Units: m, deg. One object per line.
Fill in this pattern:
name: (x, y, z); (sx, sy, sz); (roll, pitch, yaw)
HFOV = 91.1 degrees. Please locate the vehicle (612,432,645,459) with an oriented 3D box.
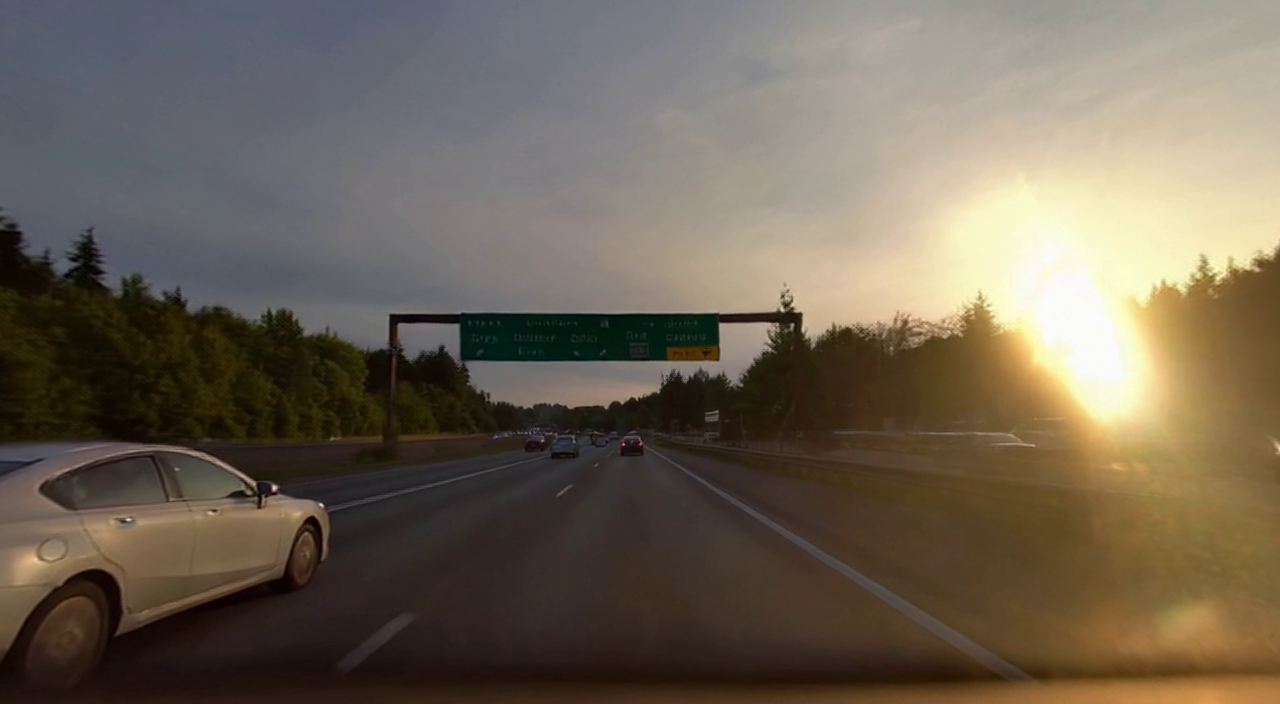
vehicle: (-0.720, 5.849, 39.511); (2.002, 1.611, 3.778); (0, -8, -1)

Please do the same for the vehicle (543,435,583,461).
vehicle: (-4.539, 5.669, 37.499); (1.909, 1.445, 4.087); (0, -8, -1)

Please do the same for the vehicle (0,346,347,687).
vehicle: (-4.476, 1.142, 5.288); (1.971, 1.822, 4.366); (0, -8, -1)
